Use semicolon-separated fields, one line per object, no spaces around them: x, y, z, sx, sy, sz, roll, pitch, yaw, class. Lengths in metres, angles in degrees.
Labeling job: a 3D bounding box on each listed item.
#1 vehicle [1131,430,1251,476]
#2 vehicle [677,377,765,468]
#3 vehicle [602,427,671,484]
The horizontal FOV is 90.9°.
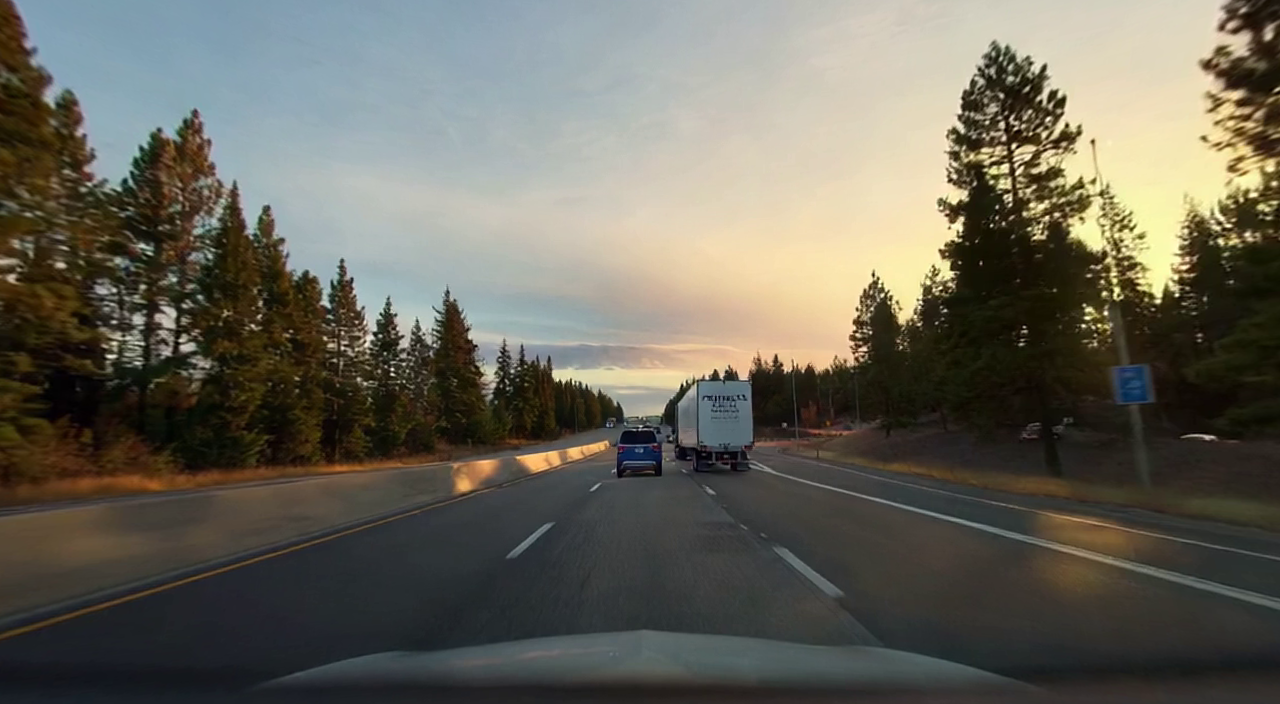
42.103;7.812;48.225;8.206;3.225;2.732;4;-12;-18;vehicle
4.199;4.442;37.217;2.899;4.160;16.621;0;-8;0;vehicle
-0.123;3.710;22.858;2.222;1.848;4.610;0;-8;0;vehicle
